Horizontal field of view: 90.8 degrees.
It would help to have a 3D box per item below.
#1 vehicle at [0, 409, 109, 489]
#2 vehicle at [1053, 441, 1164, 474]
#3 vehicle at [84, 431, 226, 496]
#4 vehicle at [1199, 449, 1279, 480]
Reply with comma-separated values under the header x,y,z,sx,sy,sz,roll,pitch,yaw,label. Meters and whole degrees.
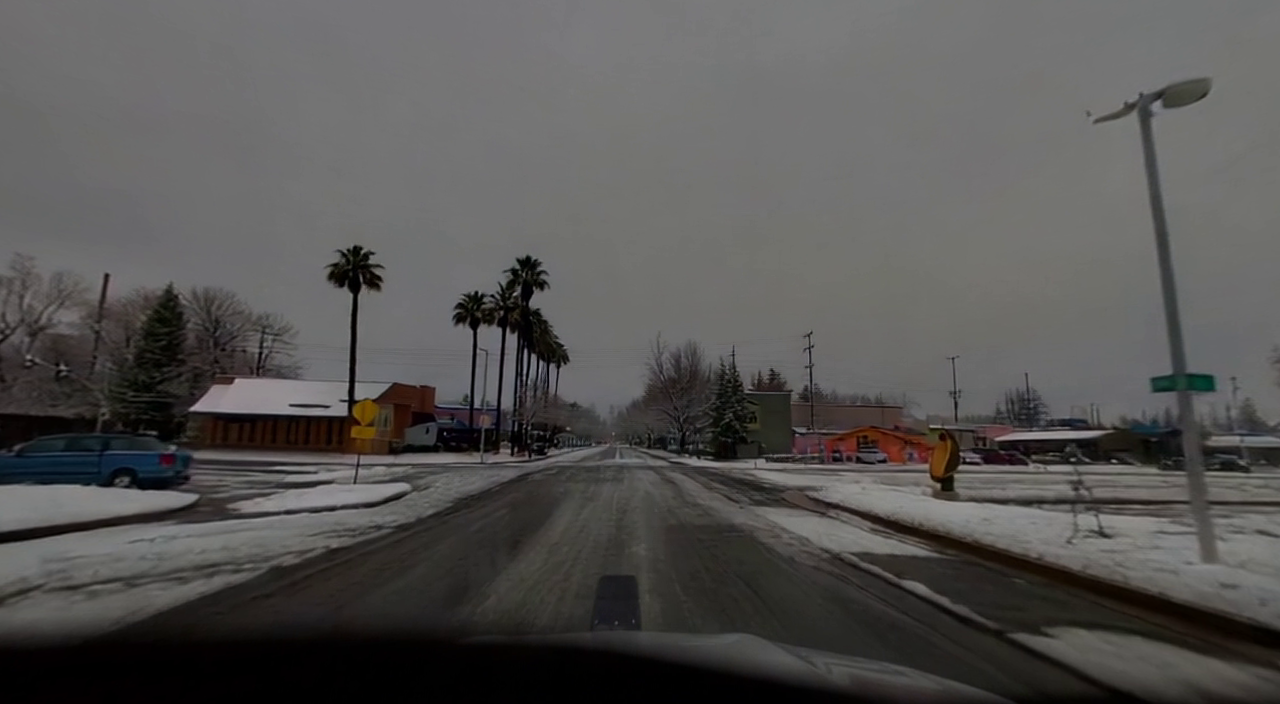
x,y,z,sx,sy,sz,roll,pitch,yaw,label
-15.846,2.510,16.598,2.002,1.809,4.772,4,-9,-30,vehicle
27.437,6.190,37.109,4.839,1.845,2.037,0,-9,-2,vehicle
-12.806,2.943,17.042,1.860,1.485,4.641,4,-10,-23,vehicle
36.587,6.723,37.919,4.241,1.743,2.016,1,-9,-5,vehicle
